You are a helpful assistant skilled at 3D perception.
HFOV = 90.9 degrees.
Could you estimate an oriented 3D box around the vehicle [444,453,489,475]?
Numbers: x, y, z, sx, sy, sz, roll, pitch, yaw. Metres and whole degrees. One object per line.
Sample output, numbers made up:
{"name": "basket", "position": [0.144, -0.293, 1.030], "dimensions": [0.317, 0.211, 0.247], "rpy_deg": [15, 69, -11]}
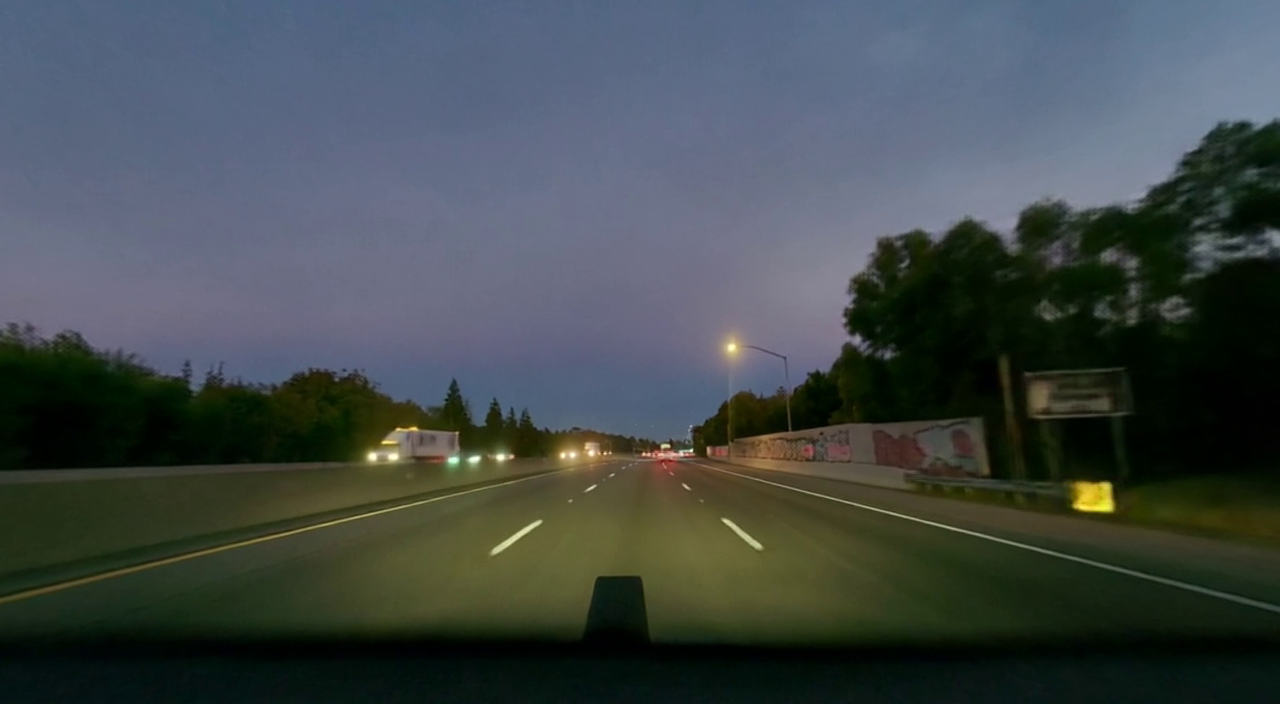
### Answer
{"name": "vehicle", "position": [-12.251, 7.910, 44.757], "dimensions": [1.866, 1.480, 4.496], "rpy_deg": [0, -9, 1]}
